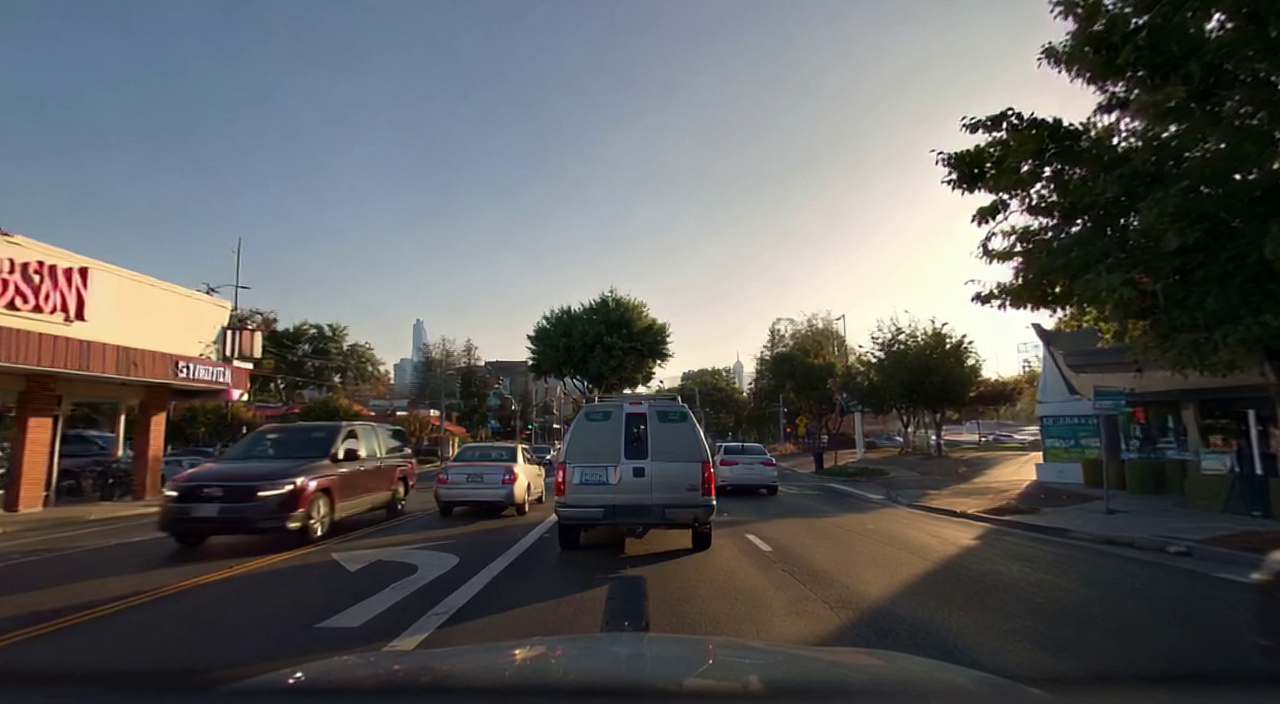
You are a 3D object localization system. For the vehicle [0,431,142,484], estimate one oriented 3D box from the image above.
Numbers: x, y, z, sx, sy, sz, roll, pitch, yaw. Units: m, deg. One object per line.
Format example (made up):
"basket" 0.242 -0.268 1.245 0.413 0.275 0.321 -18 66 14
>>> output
"vehicle" -24.264 4.299 26.024 2.131 1.887 6.053 -1 -8 5

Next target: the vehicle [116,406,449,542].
"vehicle" -6.547 2.377 13.098 3.233 2.097 6.390 0 -8 -1

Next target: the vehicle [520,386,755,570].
"vehicle" -0.056 1.803 9.851 2.638 2.065 5.313 0 -8 -1

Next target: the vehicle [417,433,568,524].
"vehicle" -2.857 2.550 13.356 1.975 1.570 4.456 0 -8 2

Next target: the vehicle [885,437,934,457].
"vehicle" 21.089 7.474 49.491 1.889 1.496 4.092 0 -9 -3

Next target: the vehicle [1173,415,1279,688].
"vehicle" 4.604 0.871 1.772 1.994 1.545 4.919 0 -8 2
